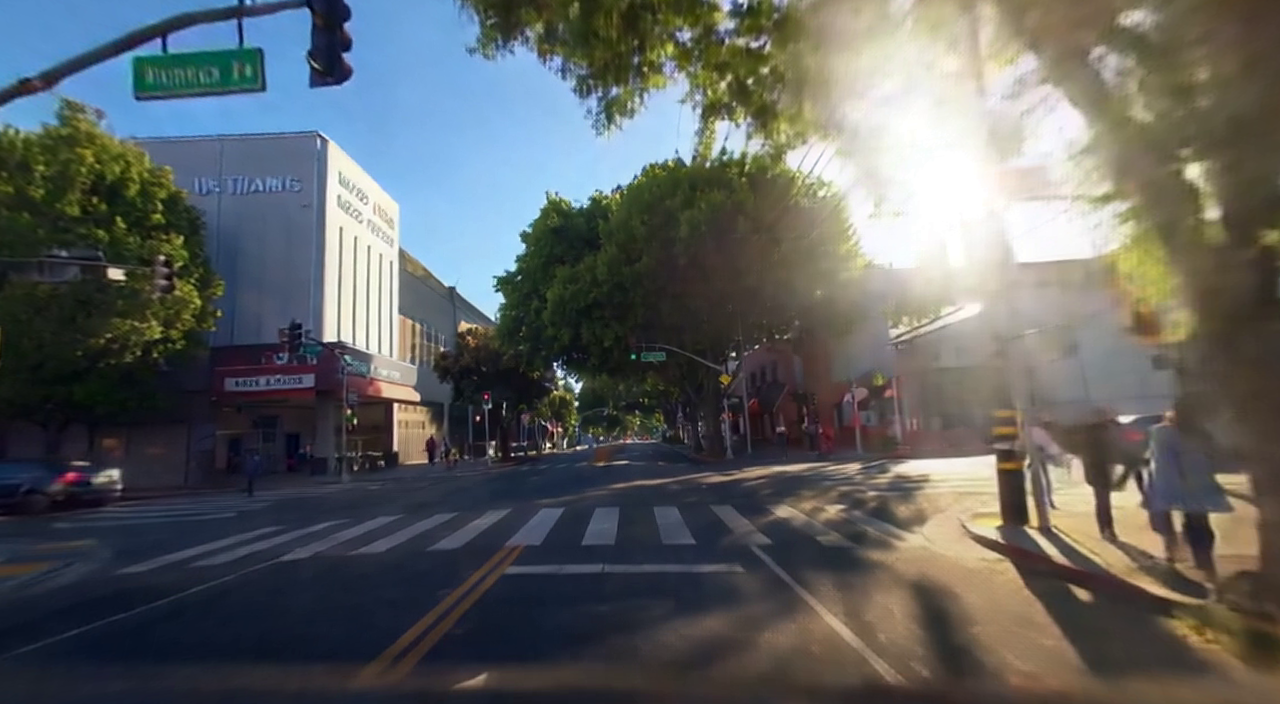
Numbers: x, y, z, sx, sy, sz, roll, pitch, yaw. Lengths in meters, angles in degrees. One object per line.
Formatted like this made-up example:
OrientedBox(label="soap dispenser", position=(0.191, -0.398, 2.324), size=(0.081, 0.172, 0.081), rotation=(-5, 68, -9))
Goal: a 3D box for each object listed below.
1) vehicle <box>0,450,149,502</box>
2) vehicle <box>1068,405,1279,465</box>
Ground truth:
OrientedBox(label="vehicle", position=(-19.479, 4.120, 21.060), size=(4.624, 1.478, 2.118), rotation=(-4, -9, 5))
OrientedBox(label="vehicle", position=(14.514, 2.246, 16.977), size=(4.632, 1.484, 1.907), rotation=(0, -8, -2))
